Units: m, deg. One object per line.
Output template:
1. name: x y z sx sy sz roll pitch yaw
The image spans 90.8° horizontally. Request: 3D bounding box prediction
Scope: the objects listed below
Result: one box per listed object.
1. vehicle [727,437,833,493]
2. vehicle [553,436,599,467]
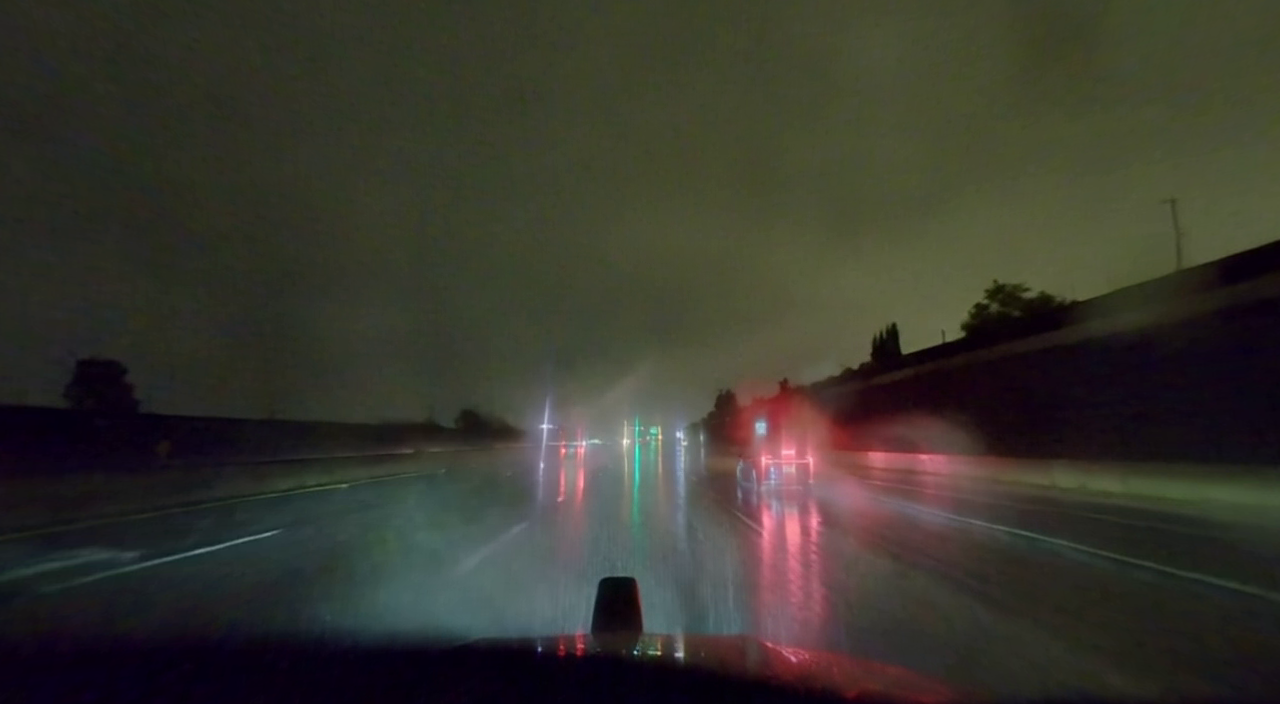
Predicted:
1. vehicle: 4.025 3.333 18.997 2.060 1.485 4.274 0 -8 -2
2. vehicle: -3.587 5.671 36.068 2.048 1.618 4.424 0 -9 1
